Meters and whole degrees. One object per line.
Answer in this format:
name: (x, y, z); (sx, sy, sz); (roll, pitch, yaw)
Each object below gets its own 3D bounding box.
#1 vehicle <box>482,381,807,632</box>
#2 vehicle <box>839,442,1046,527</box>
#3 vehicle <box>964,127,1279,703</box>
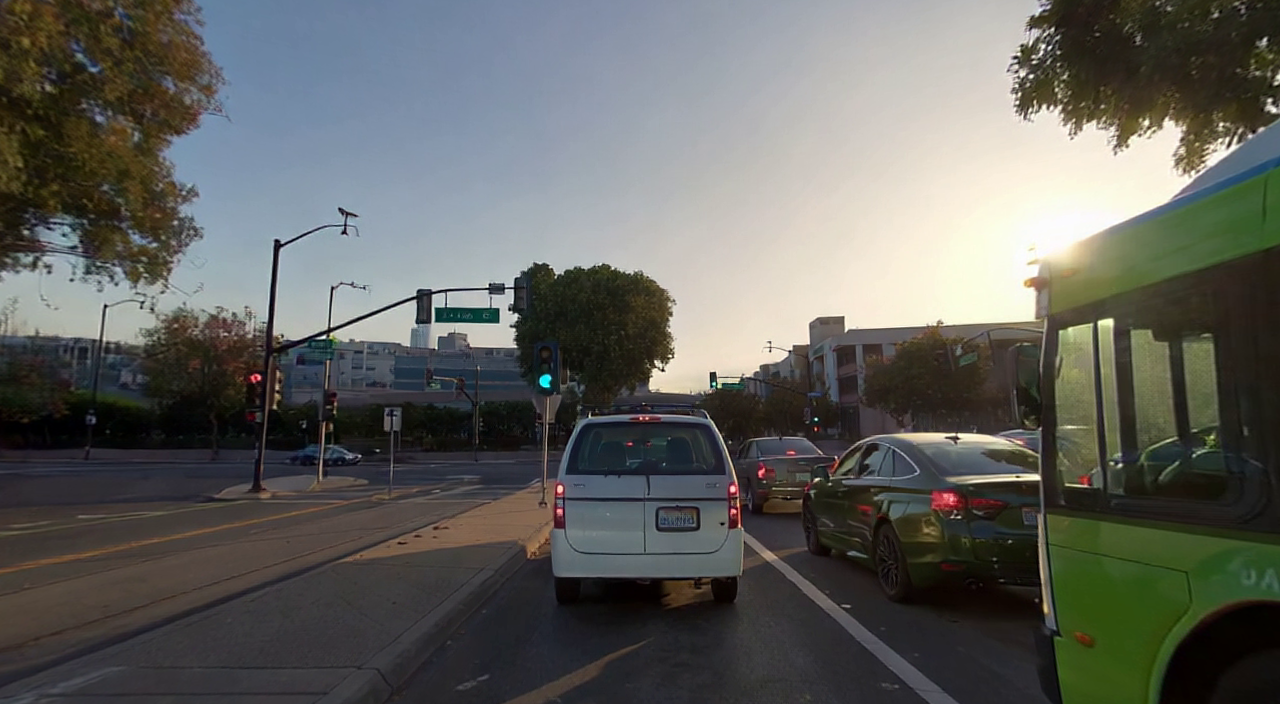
vehicle: (0.011, 1.475, 7.007); (2.381, 1.842, 4.603); (0, -8, -1)
vehicle: (5.978, 2.638, 13.224); (1.987, 1.457, 4.675); (0, -8, -1)
vehicle: (2.611, 0.317, 0.426); (2.037, 2.065, 5.037); (0, -8, 0)
